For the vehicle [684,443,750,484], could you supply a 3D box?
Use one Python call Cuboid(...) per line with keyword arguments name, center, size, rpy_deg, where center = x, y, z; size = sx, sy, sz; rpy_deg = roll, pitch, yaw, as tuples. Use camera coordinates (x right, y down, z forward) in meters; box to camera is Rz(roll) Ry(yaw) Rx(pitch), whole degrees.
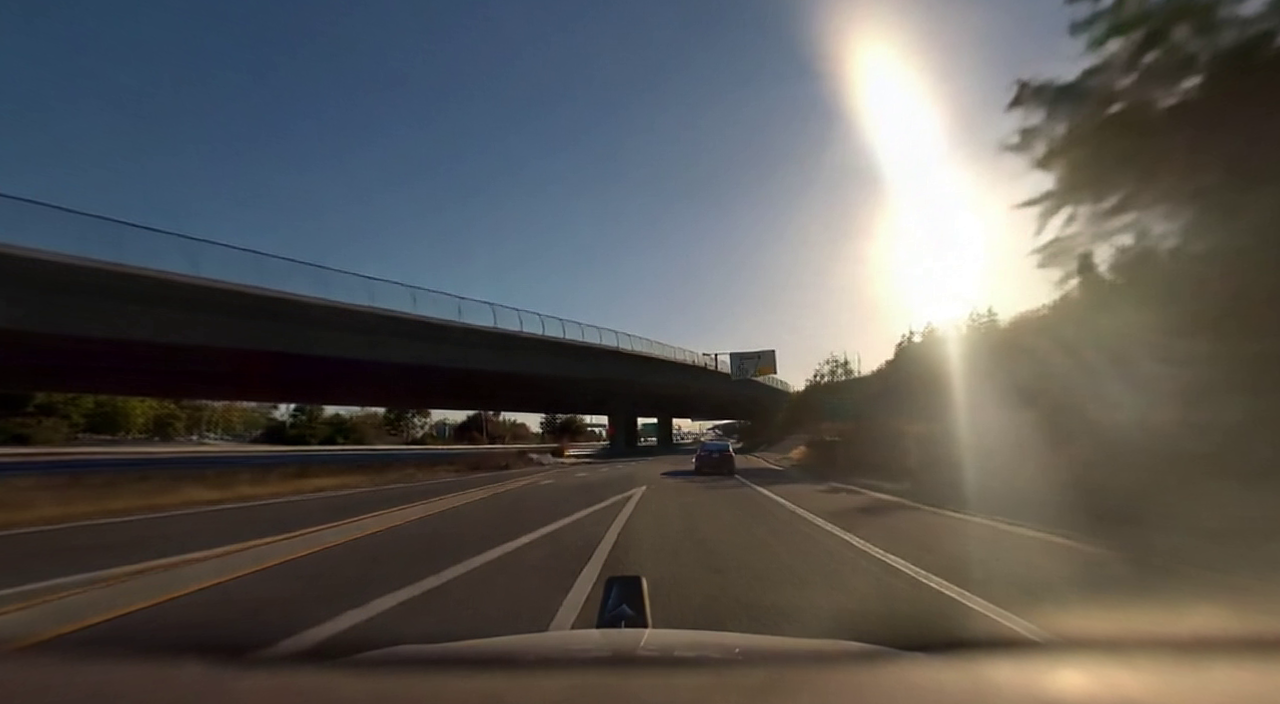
Cuboid(name="vehicle", center=(2.849, 4.235, 24.307), size=(2.124, 1.405, 4.398), rpy_deg=(0, -8, 2))
